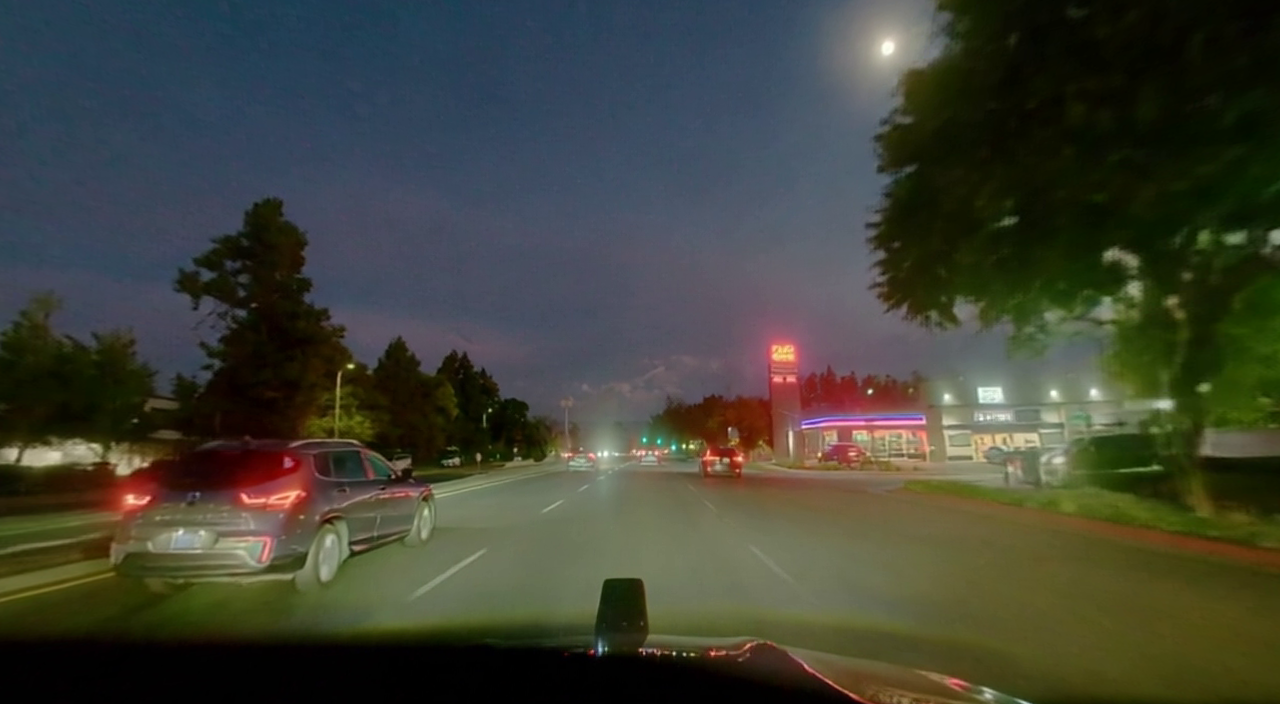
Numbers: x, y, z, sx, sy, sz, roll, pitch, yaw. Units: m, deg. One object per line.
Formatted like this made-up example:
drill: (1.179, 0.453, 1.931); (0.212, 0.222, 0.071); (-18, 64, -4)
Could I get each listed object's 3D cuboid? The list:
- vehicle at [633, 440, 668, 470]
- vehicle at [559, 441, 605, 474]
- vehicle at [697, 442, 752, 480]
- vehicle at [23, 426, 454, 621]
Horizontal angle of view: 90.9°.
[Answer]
vehicle: (0.688, 6.718, 41.344); (2.193, 1.873, 4.033); (0, -9, 0)
vehicle: (-3.133, 5.782, 34.745); (2.026, 1.665, 4.193); (0, -9, 2)
vehicle: (3.693, 4.820, 28.087); (1.922, 1.579, 3.642); (0, -9, -1)
vehicle: (-3.756, 1.647, 7.099); (1.908, 1.481, 4.351); (0, -9, 1)
